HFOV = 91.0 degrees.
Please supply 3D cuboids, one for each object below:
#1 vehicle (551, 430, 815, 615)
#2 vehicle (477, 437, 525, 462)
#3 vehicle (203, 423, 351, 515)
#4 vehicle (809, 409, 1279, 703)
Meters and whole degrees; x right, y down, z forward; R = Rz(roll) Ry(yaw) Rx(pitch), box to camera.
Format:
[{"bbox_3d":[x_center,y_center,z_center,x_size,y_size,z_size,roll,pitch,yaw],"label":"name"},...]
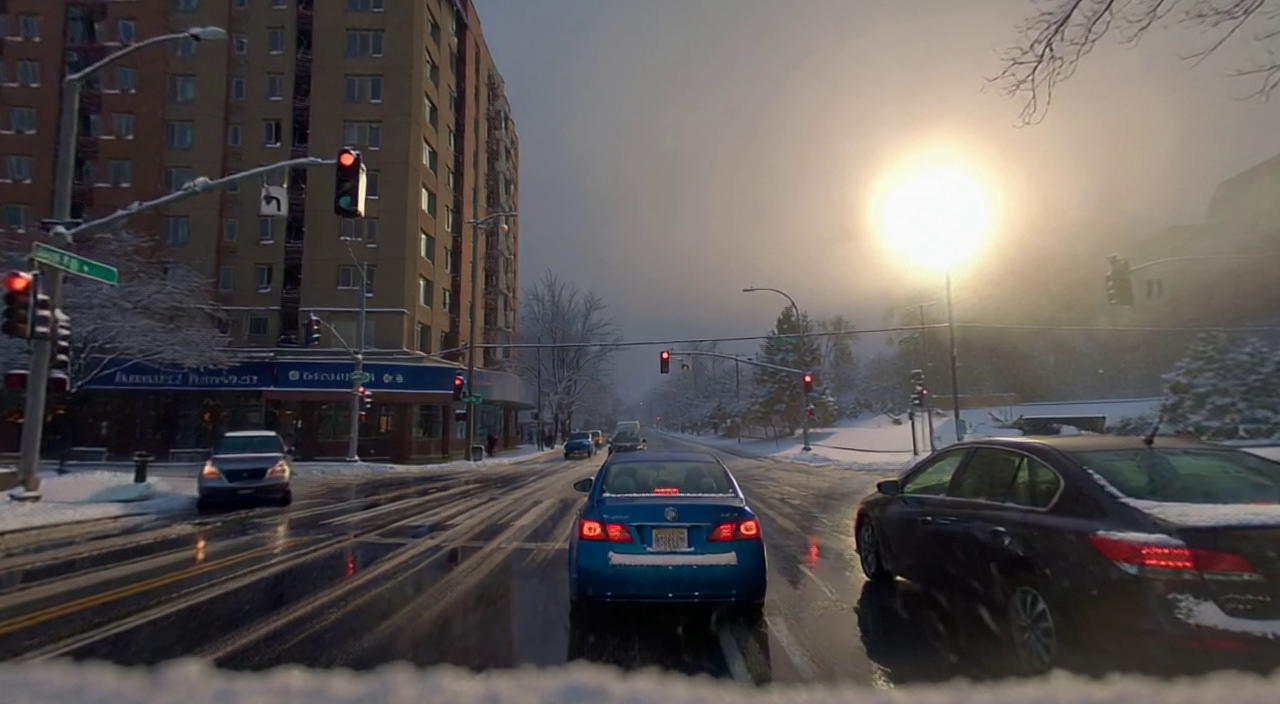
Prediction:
[{"bbox_3d":[0.251,1.678,7.195,2.132,1.464,4.089,0,-8,-3],"label":"vehicle"},{"bbox_3d":[-9.401,6.635,42.909,2.030,1.596,3.912,-1,-8,5],"label":"vehicle"},{"bbox_3d":[-9.490,2.882,16.154,2.338,1.889,5.998,6,-11,-37],"label":"vehicle"},{"bbox_3d":[2.810,1.285,4.561,1.961,1.498,4.356,0,-8,0],"label":"vehicle"}]
